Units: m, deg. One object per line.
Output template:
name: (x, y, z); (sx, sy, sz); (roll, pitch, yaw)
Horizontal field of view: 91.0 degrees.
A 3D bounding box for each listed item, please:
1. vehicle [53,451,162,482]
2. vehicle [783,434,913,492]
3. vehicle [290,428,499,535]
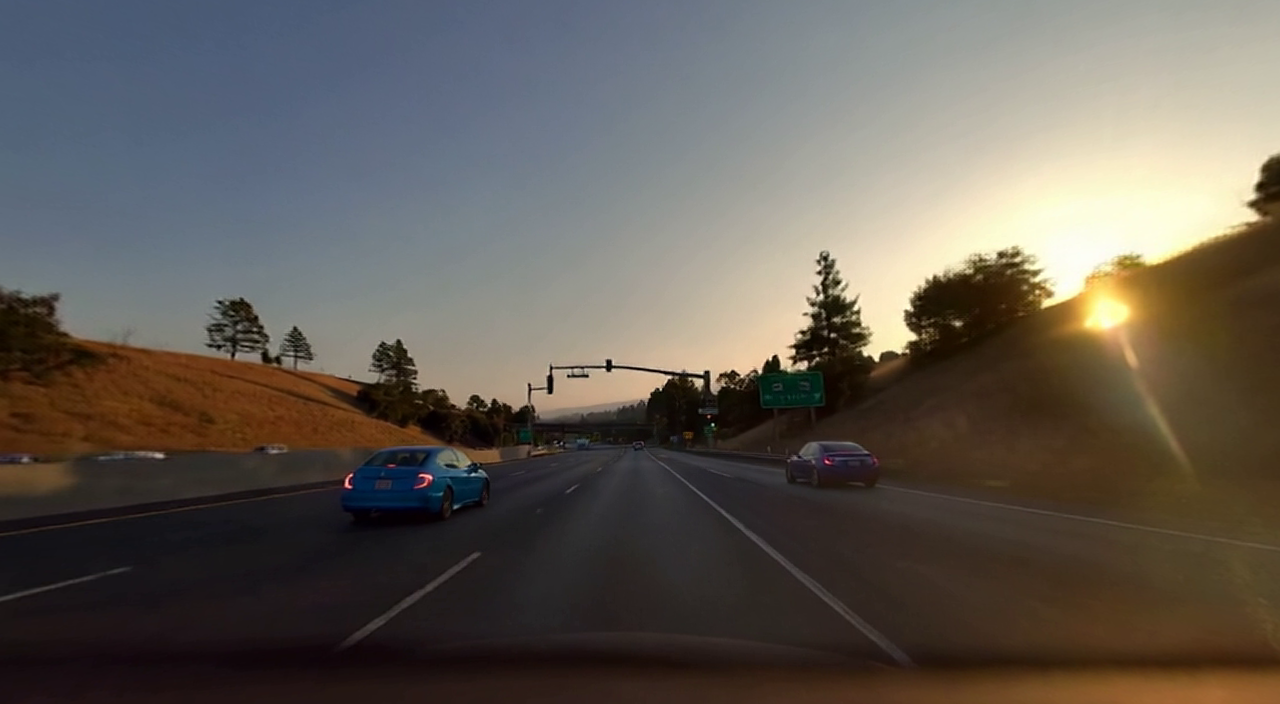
vehicle: (-28.679, 6.140, 34.111); (1.869, 1.499, 4.581); (-1, -9, 1)
vehicle: (5.945, 3.240, 18.717); (2.049, 1.481, 4.774); (0, -9, -3)
vehicle: (-4.071, 2.221, 11.432); (1.987, 1.516, 4.478); (-1, -9, 0)
